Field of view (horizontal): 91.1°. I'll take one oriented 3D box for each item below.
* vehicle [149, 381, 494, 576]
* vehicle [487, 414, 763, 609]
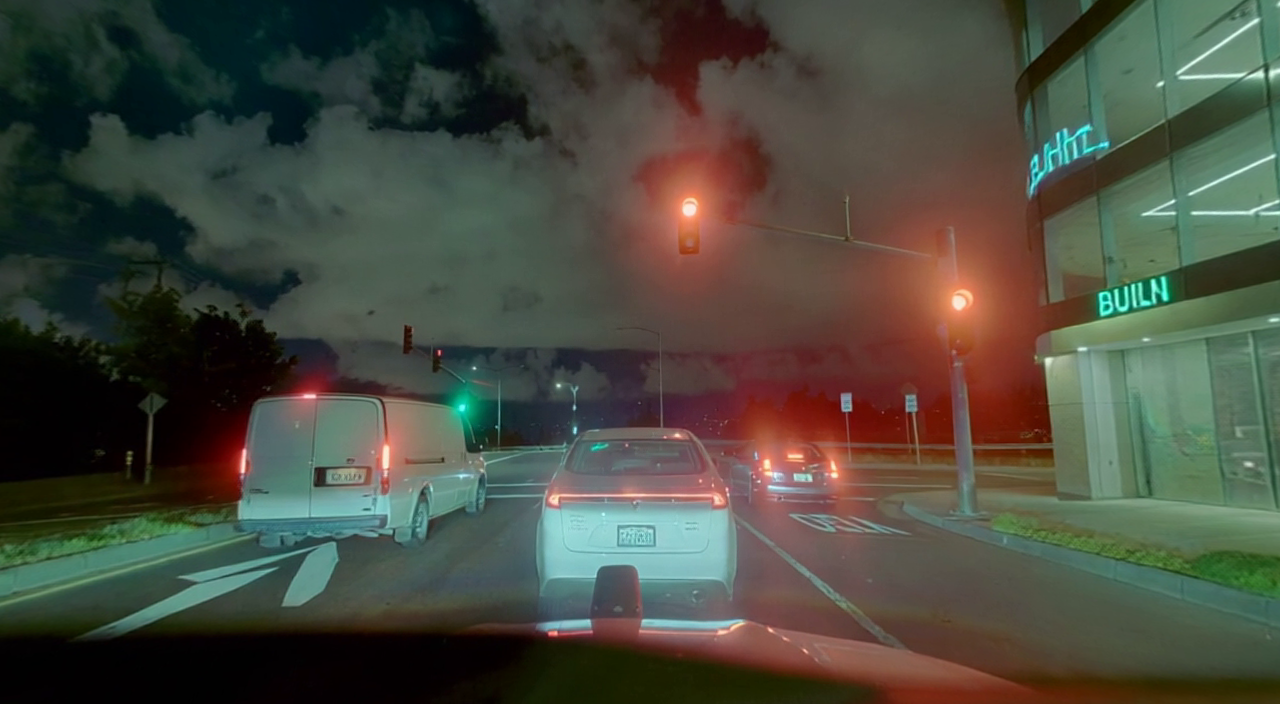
[{"bbox_3d":[-3.583,1.524,8.522,2.076,1.820,5.100,0,-8,-1],"label":"vehicle"},{"bbox_3d":[-0.116,1.466,6.762,2.064,1.452,3.942,0,-8,0],"label":"vehicle"}]
